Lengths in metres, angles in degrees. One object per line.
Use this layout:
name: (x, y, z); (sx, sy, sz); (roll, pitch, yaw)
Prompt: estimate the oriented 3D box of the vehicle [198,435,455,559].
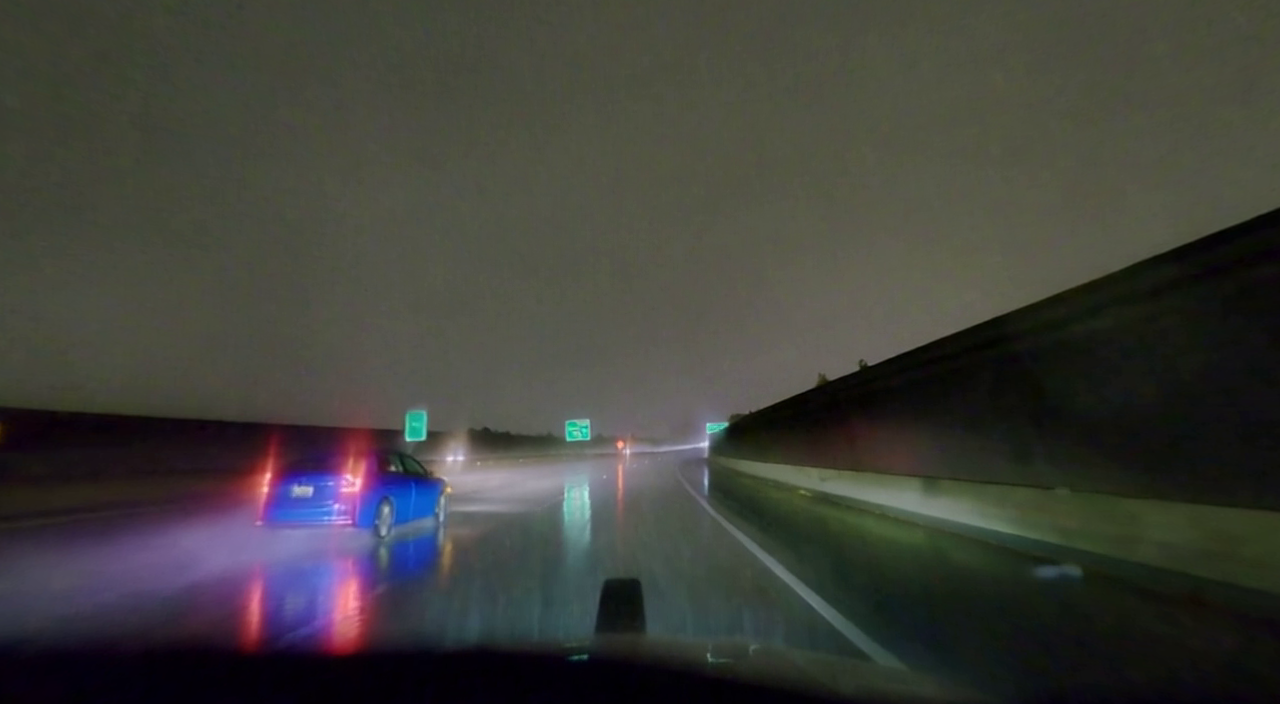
vehicle: (-4.408, 2.072, 9.670); (1.928, 1.504, 3.745); (0, -9, 1)
